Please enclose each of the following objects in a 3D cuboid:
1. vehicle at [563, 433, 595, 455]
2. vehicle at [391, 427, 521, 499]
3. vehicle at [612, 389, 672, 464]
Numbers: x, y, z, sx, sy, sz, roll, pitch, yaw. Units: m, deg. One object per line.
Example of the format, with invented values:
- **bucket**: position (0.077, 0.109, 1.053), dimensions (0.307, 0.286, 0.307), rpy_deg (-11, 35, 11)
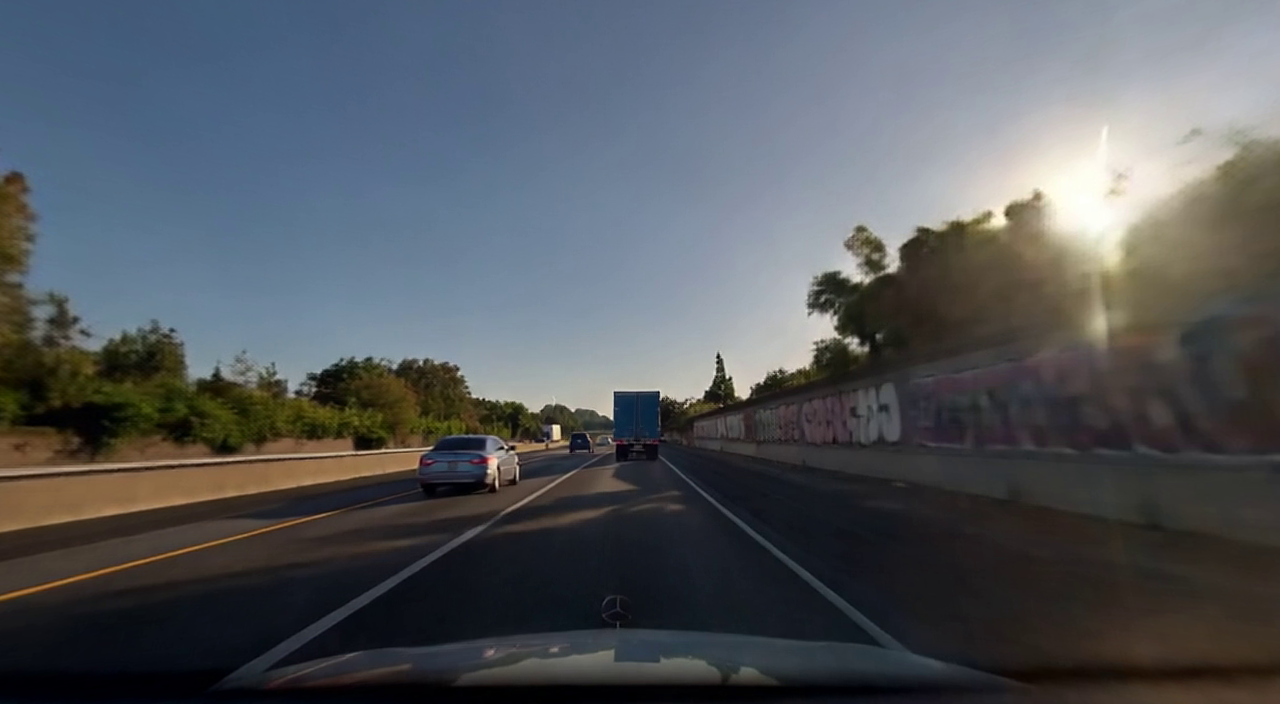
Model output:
- **vehicle**: position (-4.694, 7.137, 49.083), dimensions (2.058, 1.645, 4.130), rpy_deg (0, -8, 0)
- **vehicle**: position (-4.374, 2.688, 15.815), dimensions (1.948, 1.526, 4.525), rpy_deg (0, -8, 0)
- **vehicle**: position (-0.025, 4.292, 35.745), dimensions (2.927, 3.649, 9.443), rpy_deg (0, -8, -2)
